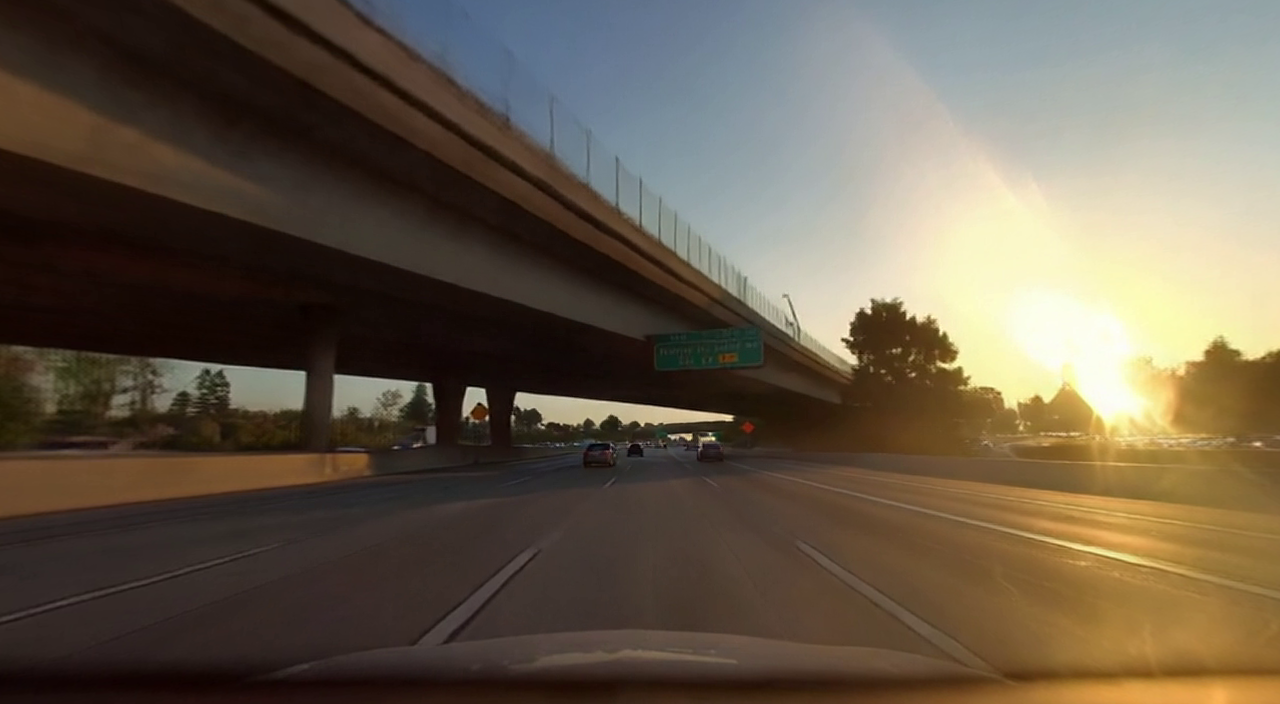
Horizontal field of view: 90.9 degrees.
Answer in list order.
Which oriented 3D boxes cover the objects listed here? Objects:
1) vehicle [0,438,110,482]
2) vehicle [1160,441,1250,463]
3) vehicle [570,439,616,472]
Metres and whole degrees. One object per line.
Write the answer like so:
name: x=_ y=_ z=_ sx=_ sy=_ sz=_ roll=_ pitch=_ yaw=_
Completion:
vehicle: x=-24.134 y=4.248 z=25.110 sx=1.909 sy=1.567 sz=4.674 roll=0 pitch=-8 yaw=1
vehicle: x=39.059 y=6.935 z=43.747 sx=1.848 sy=1.440 sz=4.347 roll=1 pitch=-8 yaw=-10
vehicle: x=-2.574 y=5.834 z=35.840 sx=2.196 sy=1.733 sz=4.355 roll=0 pitch=-8 yaw=1
